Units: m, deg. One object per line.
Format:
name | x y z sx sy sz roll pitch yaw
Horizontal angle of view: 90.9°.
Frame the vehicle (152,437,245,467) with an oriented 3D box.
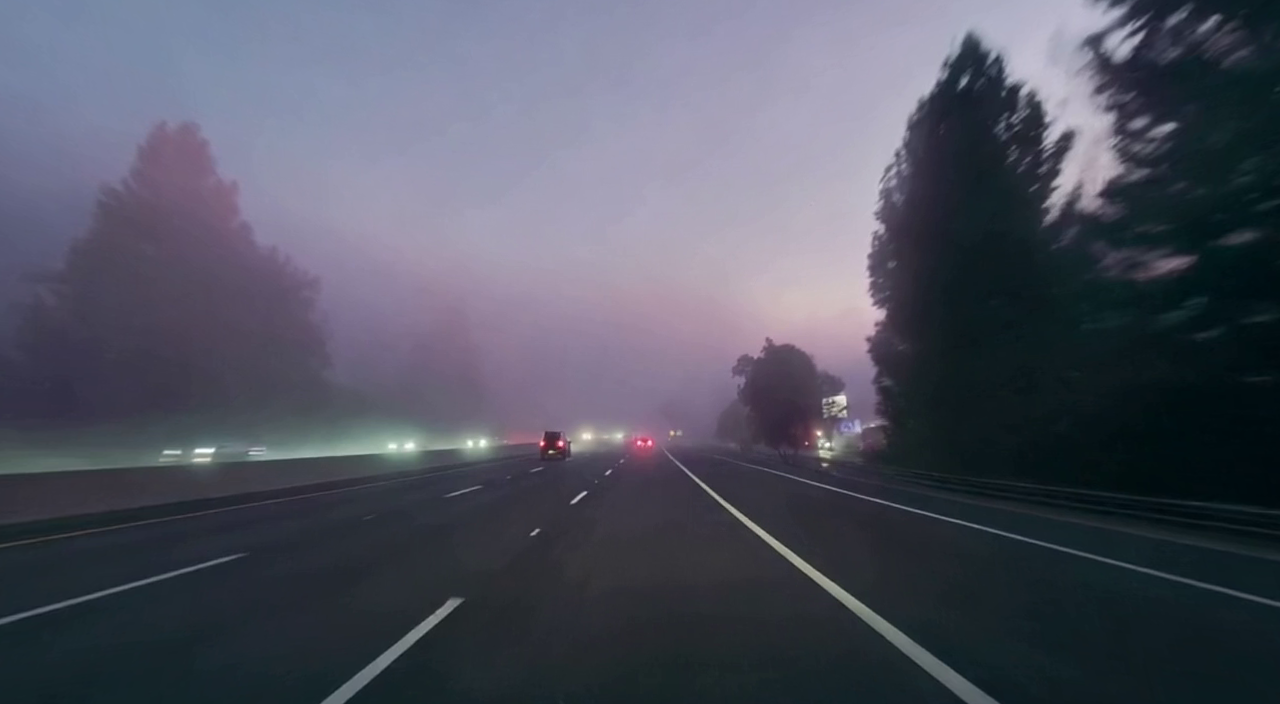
vehicle | -22.146 5.016 31.817 1.860 1.421 3.805 0 -8 1
